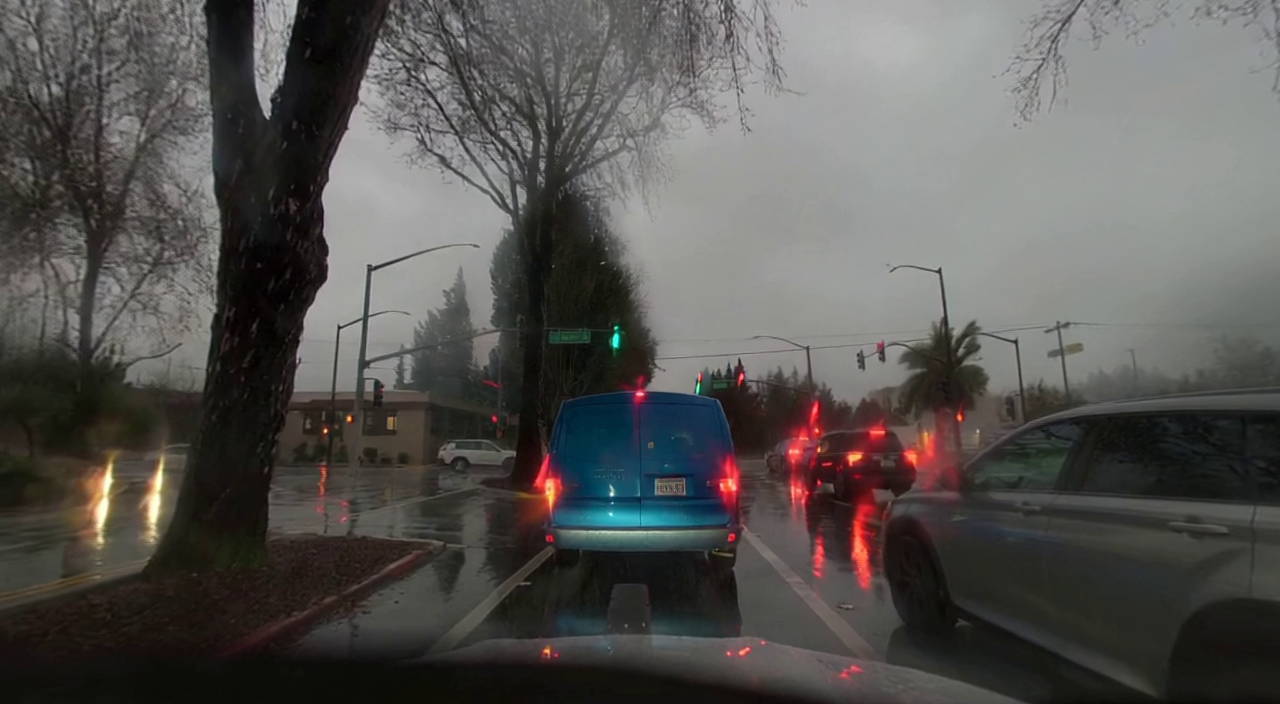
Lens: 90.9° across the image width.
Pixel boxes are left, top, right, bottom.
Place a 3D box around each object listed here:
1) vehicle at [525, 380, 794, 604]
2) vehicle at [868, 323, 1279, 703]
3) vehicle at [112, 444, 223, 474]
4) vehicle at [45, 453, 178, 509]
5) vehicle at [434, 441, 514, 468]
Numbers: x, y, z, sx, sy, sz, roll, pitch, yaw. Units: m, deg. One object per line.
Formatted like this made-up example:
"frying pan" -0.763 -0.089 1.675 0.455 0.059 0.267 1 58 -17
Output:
"vehicle" 0.179 1.464 7.421 2.185 1.822 4.391 0 -8 1
"vehicle" 2.897 0.950 3.172 1.971 1.663 4.287 0 -8 2
"vehicle" -26.171 5.917 35.005 4.498 1.547 1.886 1 -8 -5
"vehicle" -18.009 4.306 21.442 4.654 1.488 2.023 -5 -5 31
"vehicle" -9.973 6.144 37.790 4.479 1.522 2.003 2 -9 -17
